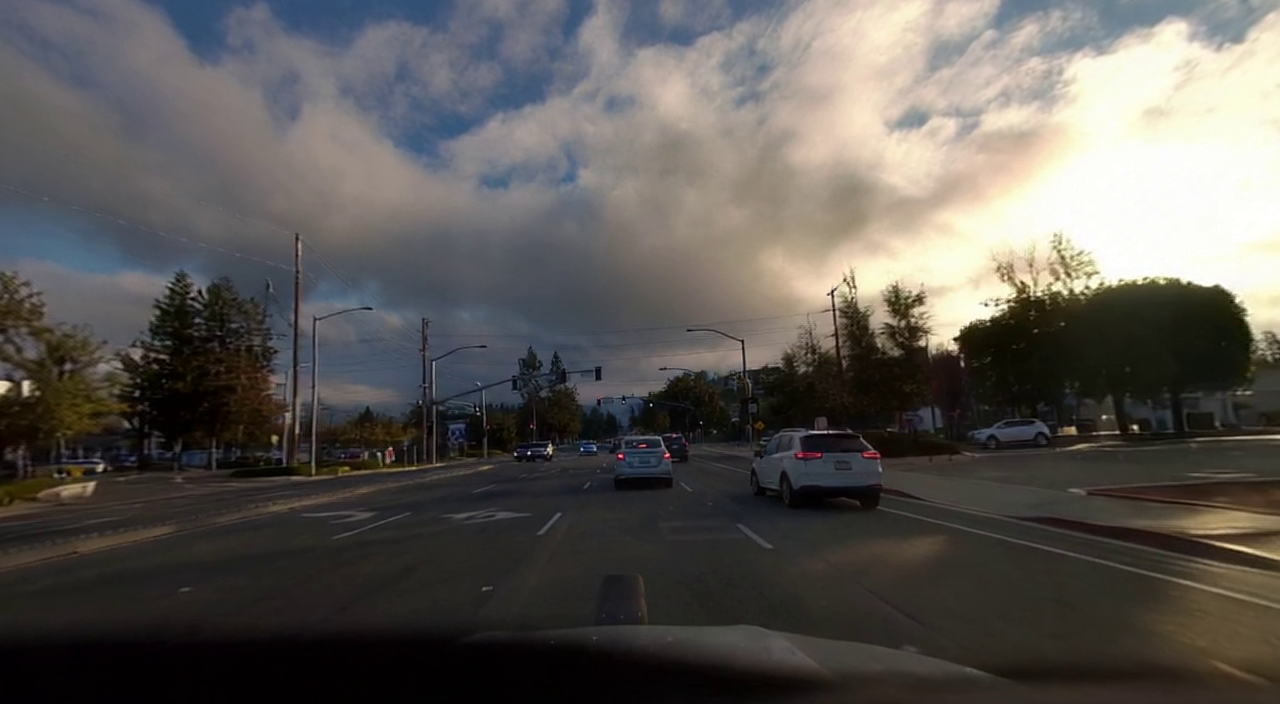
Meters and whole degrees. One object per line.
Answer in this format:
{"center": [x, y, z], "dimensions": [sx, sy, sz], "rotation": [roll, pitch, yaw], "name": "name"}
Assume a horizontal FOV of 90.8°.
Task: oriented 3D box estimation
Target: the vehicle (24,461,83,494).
{"center": [-30.599, 6.519, 33.081], "dimensions": [1.948, 1.452, 4.370], "rotation": [7, -11, -39], "name": "vehicle"}

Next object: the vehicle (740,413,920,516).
{"center": [3.775, 2.359, 13.759], "dimensions": [2.116, 1.791, 5.006], "rotation": [0, -8, -3], "name": "vehicle"}

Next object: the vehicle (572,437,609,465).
{"center": [-3.209, 6.529, 41.944], "dimensions": [2.155, 1.745, 4.248], "rotation": [0, -8, 0], "name": "vehicle"}

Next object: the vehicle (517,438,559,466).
{"center": [-6.610, 6.495, 41.322], "dimensions": [1.994, 1.695, 4.471], "rotation": [0, -8, 0], "name": "vehicle"}

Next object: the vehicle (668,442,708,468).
{"center": [2.545, 5.555, 34.205], "dimensions": [1.822, 1.331, 3.583], "rotation": [0, -8, -1], "name": "vehicle"}

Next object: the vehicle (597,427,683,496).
{"center": [-0.084, 3.046, 17.916], "dimensions": [2.164, 1.718, 3.881], "rotation": [0, -8, -2], "name": "vehicle"}

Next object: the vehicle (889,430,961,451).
{"center": [22.068, 6.889, 49.034], "dimensions": [4.691, 1.607, 1.905], "rotation": [0, -8, -3], "name": "vehicle"}
